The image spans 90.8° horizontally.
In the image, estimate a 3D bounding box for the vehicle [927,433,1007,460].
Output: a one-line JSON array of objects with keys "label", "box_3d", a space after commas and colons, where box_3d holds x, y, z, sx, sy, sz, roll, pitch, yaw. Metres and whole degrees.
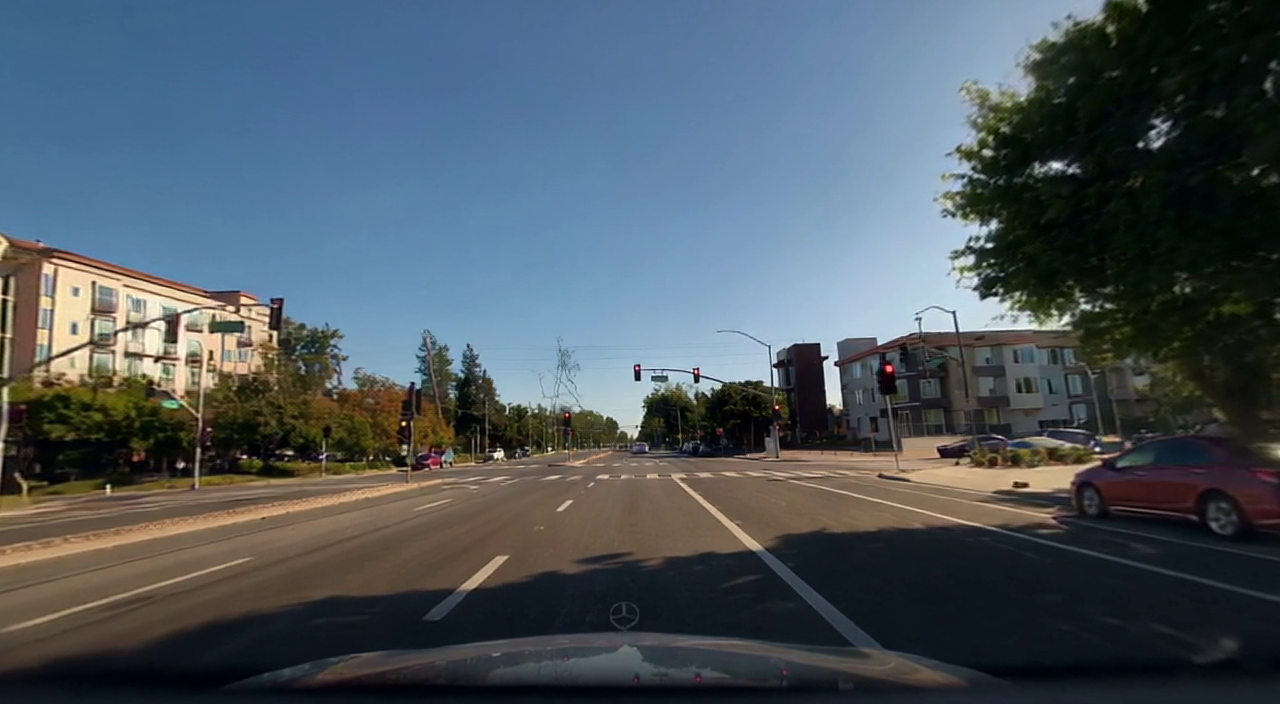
[{"label": "vehicle", "box_3d": [22.009, 6.355, 42.557, 4.323, 1.746, 1.872, 0, -9, -3]}]

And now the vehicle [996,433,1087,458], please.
[{"label": "vehicle", "box_3d": [27.282, 6.355, 43.016, 4.910, 1.644, 2.032, 1, -9, -5]}]

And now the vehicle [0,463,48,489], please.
[{"label": "vehicle", "box_3d": [-48.888, 9.612, 49.080, 1.805, 1.823, 3.876, 0, -9, 1]}]

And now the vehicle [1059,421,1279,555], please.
[{"label": "vehicle", "box_3d": [8.162, 1.774, 8.739, 1.943, 1.485, 3.984, 0, -9, 0]}]
